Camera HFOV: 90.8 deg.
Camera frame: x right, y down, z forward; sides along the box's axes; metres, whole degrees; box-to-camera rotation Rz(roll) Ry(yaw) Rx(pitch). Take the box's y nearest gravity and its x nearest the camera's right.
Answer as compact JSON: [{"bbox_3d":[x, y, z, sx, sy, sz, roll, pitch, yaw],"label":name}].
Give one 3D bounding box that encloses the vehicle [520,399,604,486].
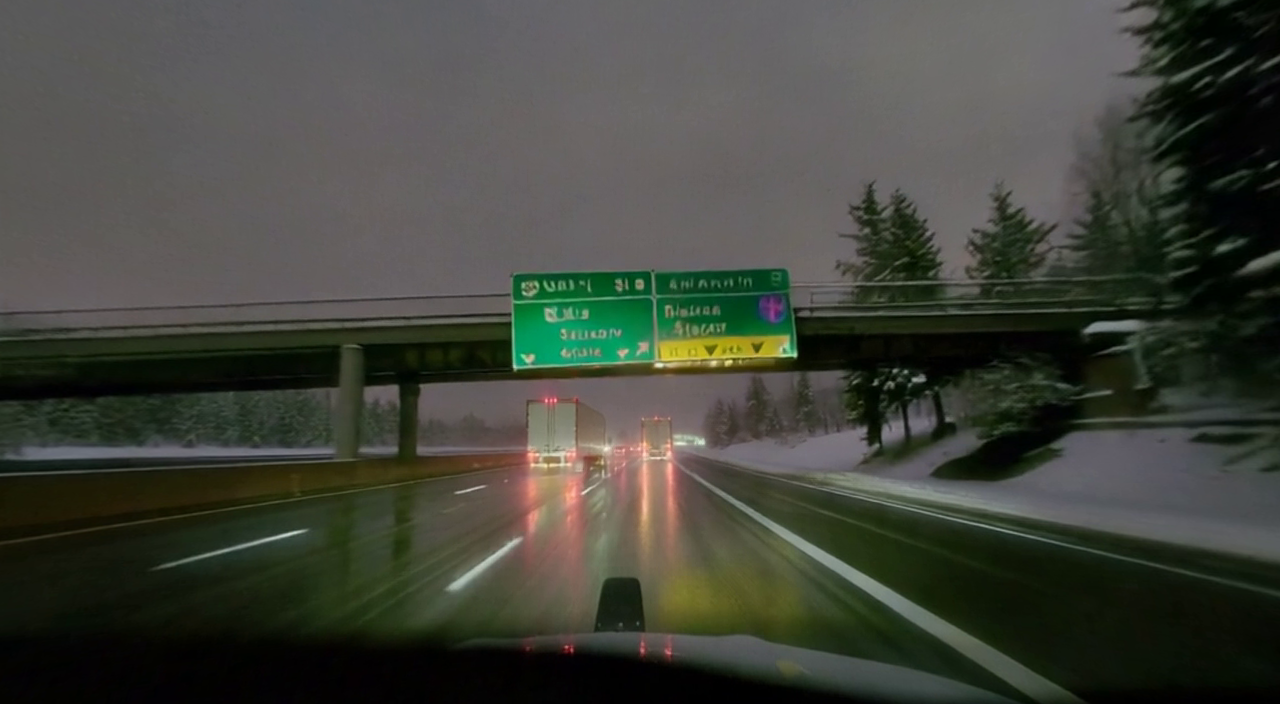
[{"bbox_3d":[-3.164,3.960,27.473,2.696,3.266,7.062,0,-9,0],"label":"vehicle"}]
